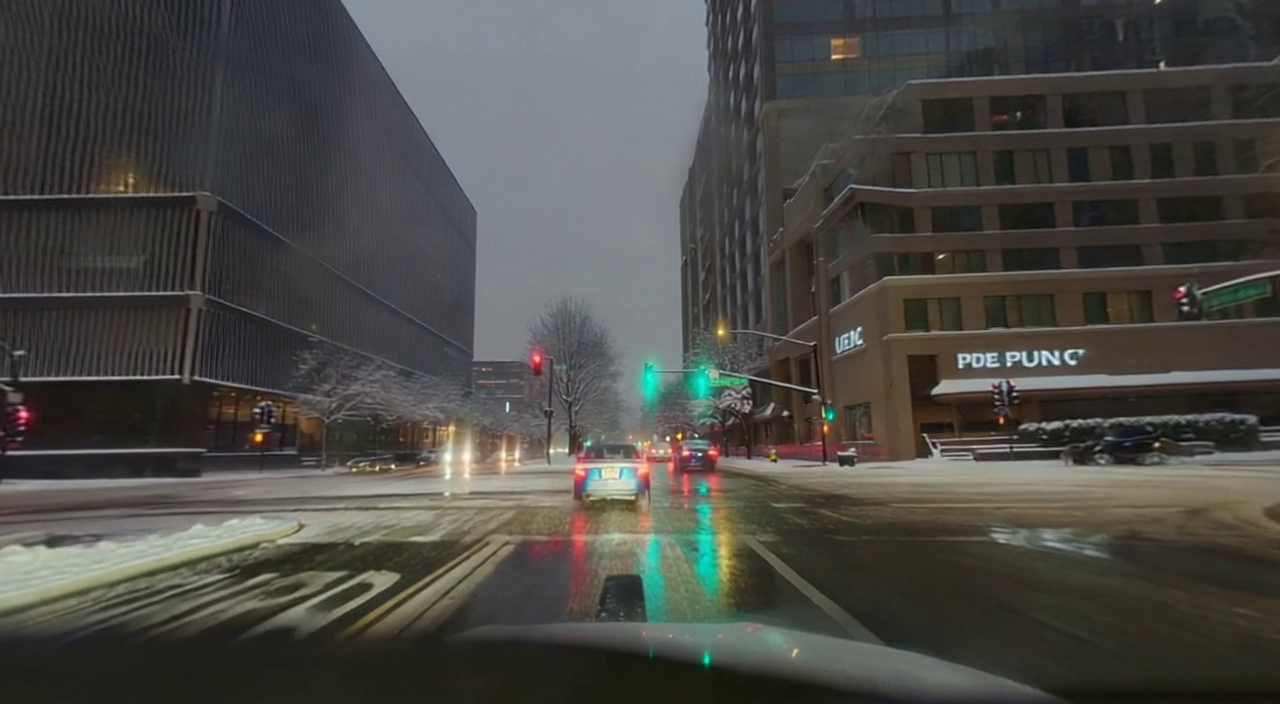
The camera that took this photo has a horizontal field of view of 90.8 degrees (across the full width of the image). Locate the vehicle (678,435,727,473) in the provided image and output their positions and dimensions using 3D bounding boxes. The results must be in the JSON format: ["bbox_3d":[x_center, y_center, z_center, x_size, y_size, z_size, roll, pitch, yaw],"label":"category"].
[{"bbox_3d":[3.220,5.335,33.333,2.078,1.799,4.089,1,-7,-1],"label":"vehicle"}]

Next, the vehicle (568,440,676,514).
[{"bbox_3d":[-0.400,2.786,14.710,2.144,1.398,3.963,1,-7,-1],"label":"vehicle"}]

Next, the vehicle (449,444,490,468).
[{"bbox_3d":[-12.685,7.745,47.158,2.000,1.507,4.286,-3,-8,-2],"label":"vehicle"}]

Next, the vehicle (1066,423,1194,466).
[{"bbox_3d":[23.964,4.546,31.018,4.384,2.000,2.345,1,-9,-4],"label":"vehicle"}]
